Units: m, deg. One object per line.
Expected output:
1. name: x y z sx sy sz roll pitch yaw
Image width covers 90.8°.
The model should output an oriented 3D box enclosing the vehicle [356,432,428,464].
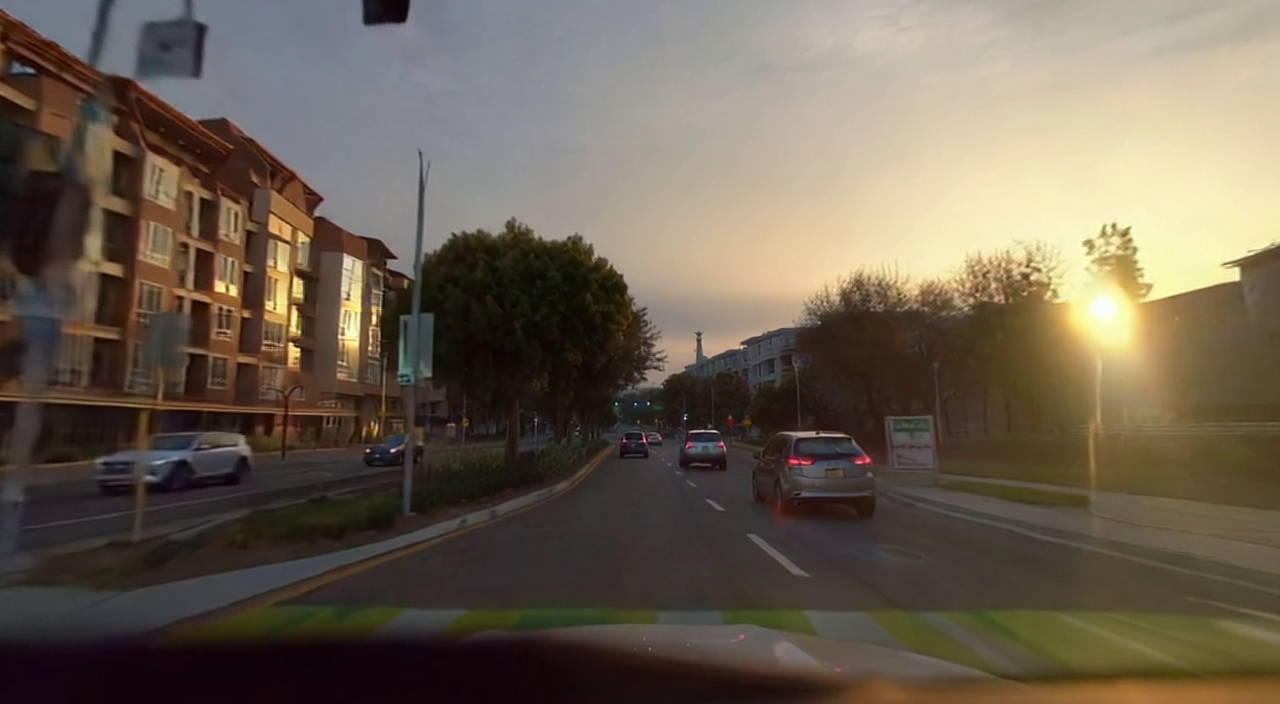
1. vehicle: -12.788 4.954 32.845 1.926 1.446 4.565 -1 -8 0

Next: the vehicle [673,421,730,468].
1. vehicle: 2.633 4.109 28.236 2.206 1.858 5.332 1 -8 2

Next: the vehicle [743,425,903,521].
1. vehicle: 3.454 2.333 12.841 1.906 1.608 4.137 0 -8 -1

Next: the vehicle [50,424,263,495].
1. vehicle: -12.185 2.715 16.440 1.969 1.566 4.549 0 -8 -1

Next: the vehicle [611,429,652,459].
1. vehicle: -0.489 4.969 34.282 2.059 1.492 3.925 0 -8 -2
